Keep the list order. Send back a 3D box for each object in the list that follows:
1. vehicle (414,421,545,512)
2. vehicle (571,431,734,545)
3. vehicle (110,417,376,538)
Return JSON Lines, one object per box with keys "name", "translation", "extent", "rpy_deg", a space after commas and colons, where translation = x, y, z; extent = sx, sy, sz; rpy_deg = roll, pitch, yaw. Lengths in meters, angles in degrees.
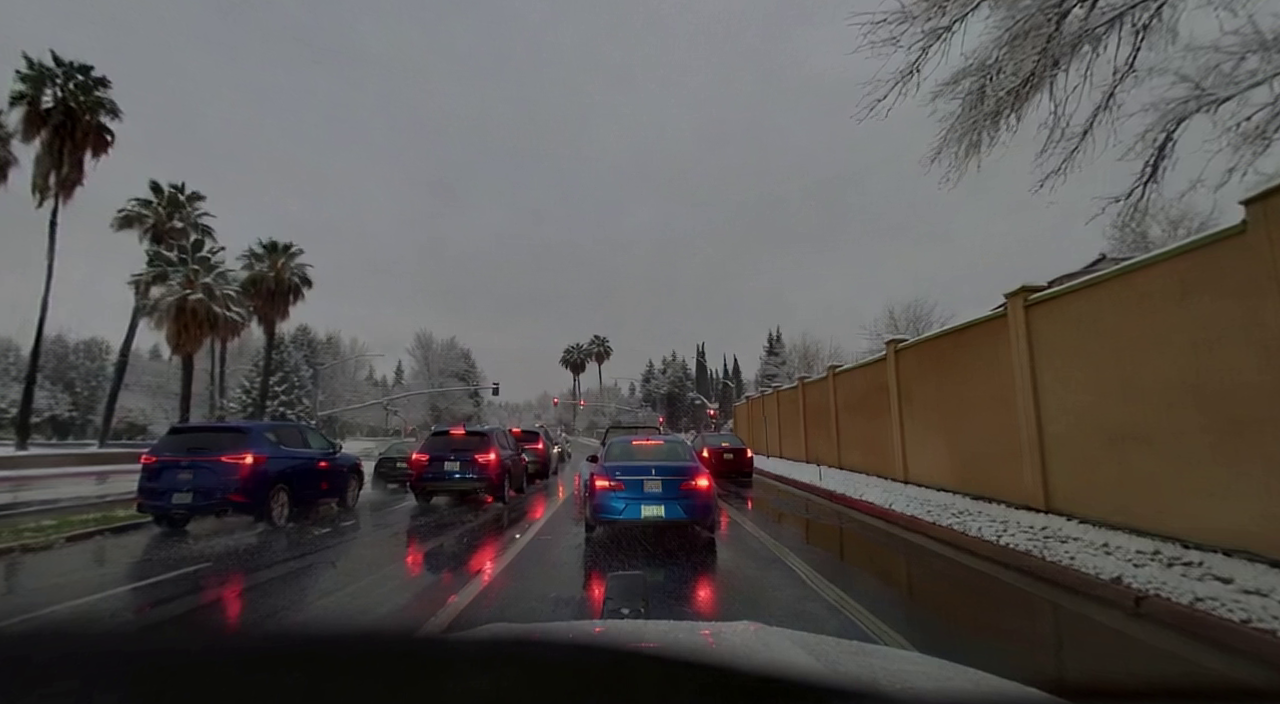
{"name": "vehicle", "translation": [-3.442, 2.552, 14.454], "extent": [2.007, 1.746, 4.136], "rpy_deg": [0, -8, -2]}
{"name": "vehicle", "translation": [0.080, 2.101, 10.452], "extent": [2.128, 1.473, 4.272], "rpy_deg": [0, -8, -2]}
{"name": "vehicle", "translation": [-6.675, 2.139, 11.386], "extent": [1.963, 1.721, 4.467], "rpy_deg": [0, -8, -2]}
